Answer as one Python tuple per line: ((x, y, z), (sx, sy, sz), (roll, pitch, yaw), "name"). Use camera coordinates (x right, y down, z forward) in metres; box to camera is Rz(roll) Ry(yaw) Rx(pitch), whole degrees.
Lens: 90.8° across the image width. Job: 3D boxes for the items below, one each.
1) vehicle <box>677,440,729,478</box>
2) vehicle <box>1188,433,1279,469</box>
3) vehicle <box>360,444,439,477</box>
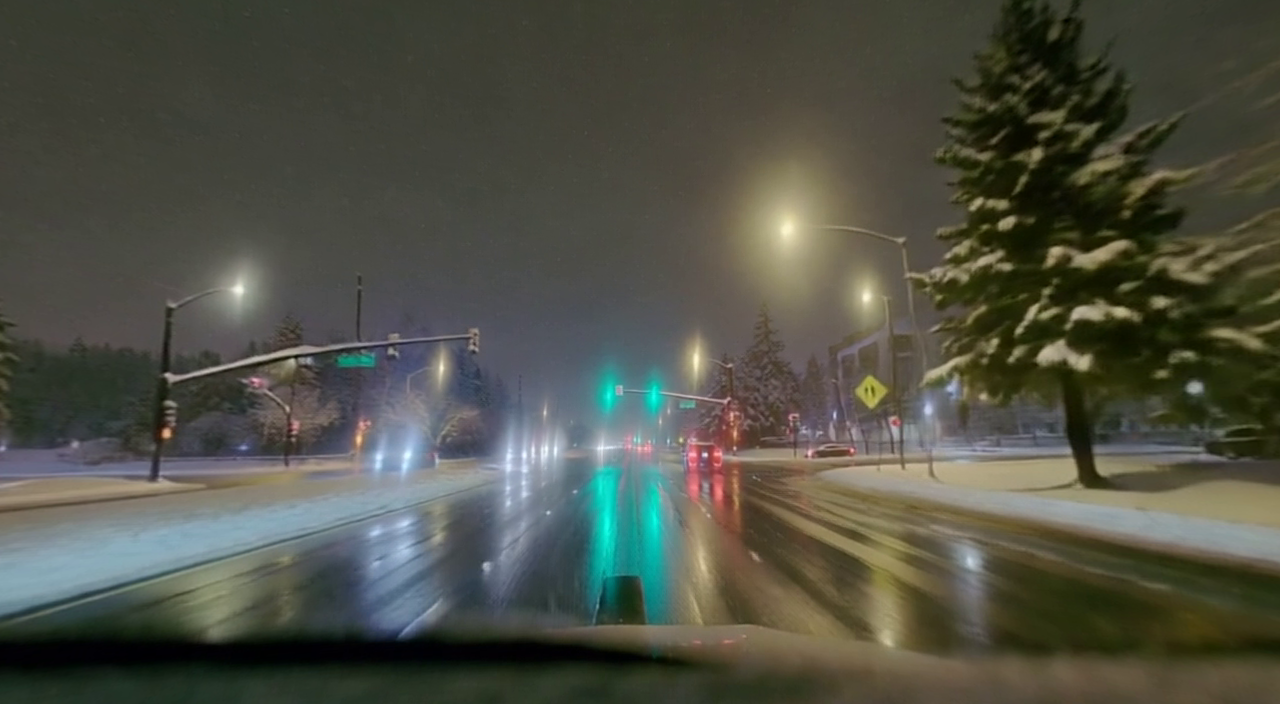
((3.093, 5.369, 31.933), (2.069, 1.761, 4.610), (0, -9, -1), "vehicle")
((25.503, 4.133, 26.373), (1.828, 1.384, 3.794), (0, -9, 1), "vehicle")
((-11.814, 5.349, 31.404), (2.059, 1.503, 4.483), (0, -9, 1), "vehicle")
